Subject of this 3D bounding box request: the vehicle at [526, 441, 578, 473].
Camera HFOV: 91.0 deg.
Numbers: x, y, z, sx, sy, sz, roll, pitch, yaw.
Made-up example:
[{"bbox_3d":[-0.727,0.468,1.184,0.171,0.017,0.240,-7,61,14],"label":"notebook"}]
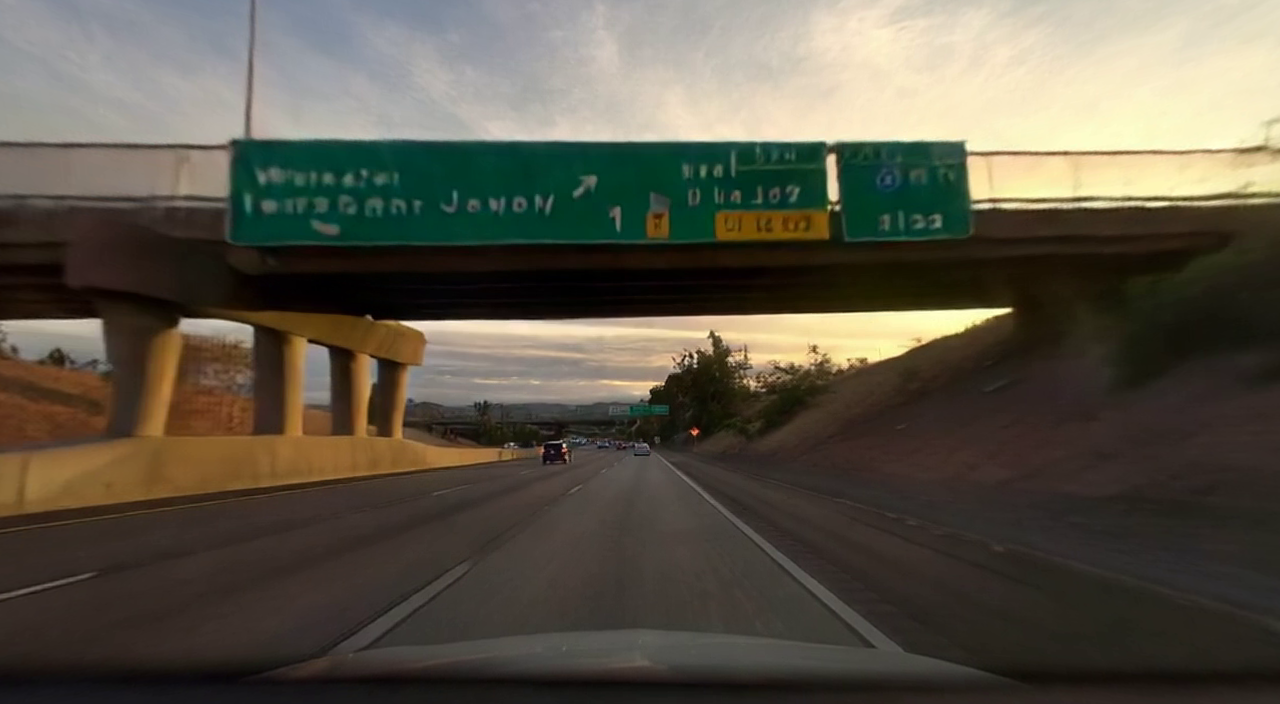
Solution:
[{"bbox_3d":[-4.573,5.531,33.318,1.916,1.545,4.757,0,-9,2],"label":"vehicle"}]
